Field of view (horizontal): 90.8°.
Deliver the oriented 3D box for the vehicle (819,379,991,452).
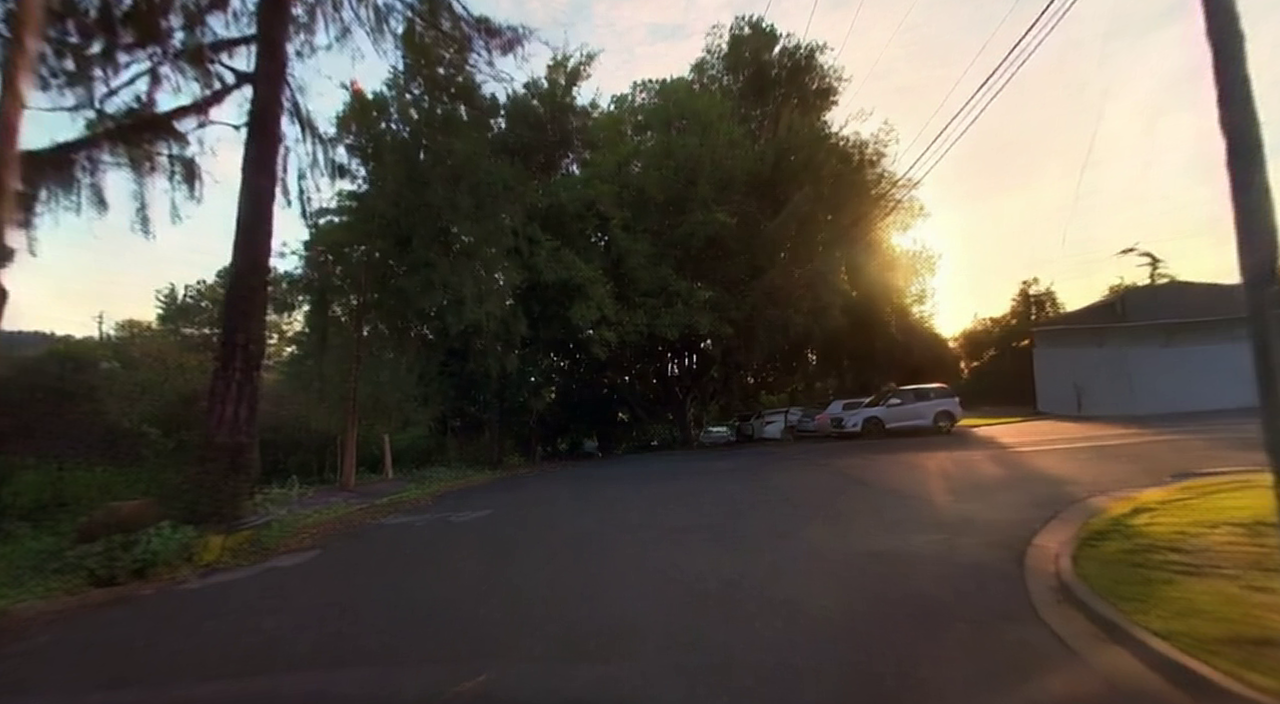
[{"bbox_3d":[8.012,1.986,19.104,4.780,1.984,1.896,3,-9,-23],"label":"vehicle"}]
